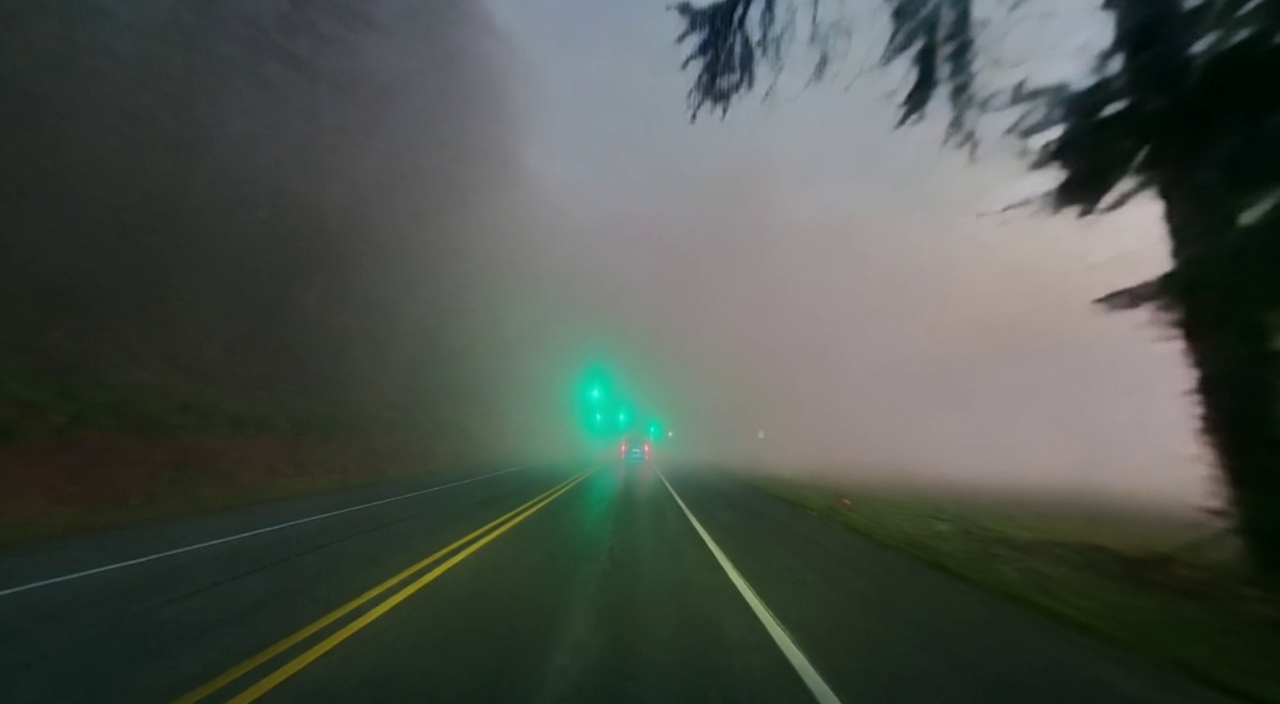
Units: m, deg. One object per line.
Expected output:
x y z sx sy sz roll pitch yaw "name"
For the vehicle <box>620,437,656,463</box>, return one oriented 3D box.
-0.105 5.953 38.340 2.042 1.489 3.963 0 -8 0 "vehicle"
